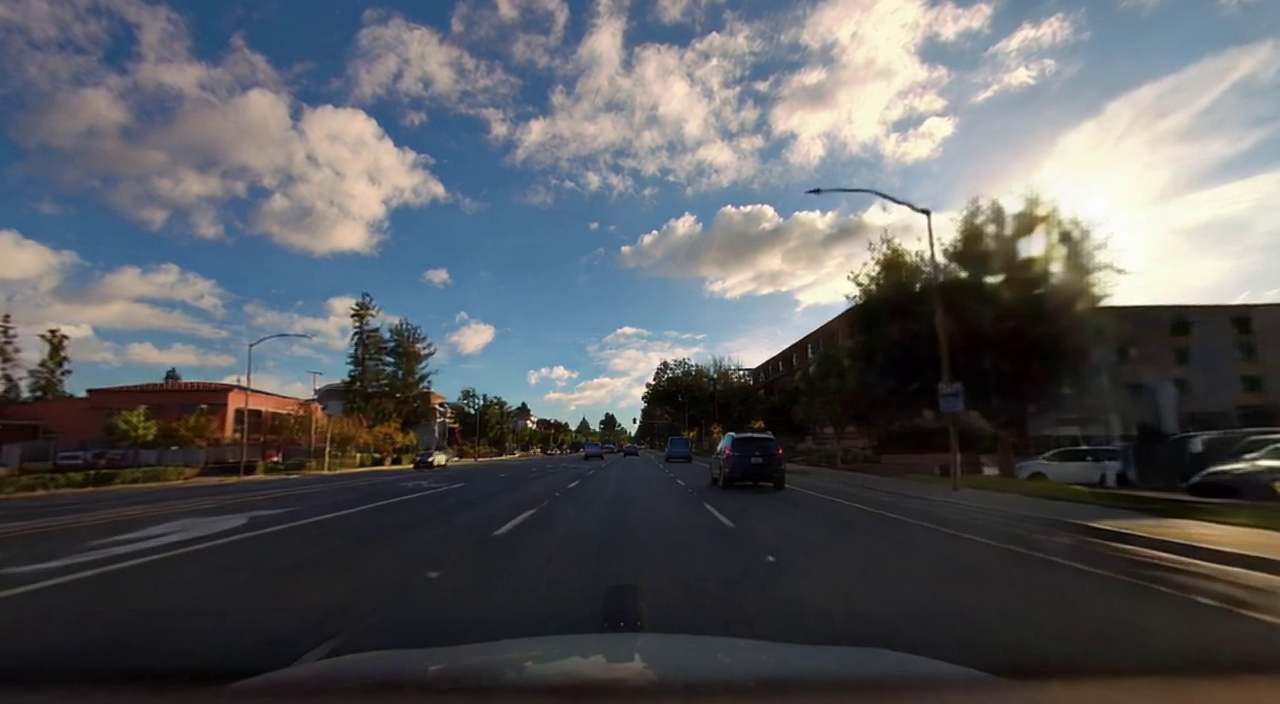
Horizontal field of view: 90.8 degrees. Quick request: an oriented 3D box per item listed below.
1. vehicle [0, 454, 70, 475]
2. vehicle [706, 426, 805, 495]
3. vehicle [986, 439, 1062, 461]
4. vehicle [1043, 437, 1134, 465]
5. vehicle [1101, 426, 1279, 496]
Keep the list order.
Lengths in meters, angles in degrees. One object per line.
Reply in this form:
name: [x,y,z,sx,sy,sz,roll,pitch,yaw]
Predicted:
vehicle: [-46.094,8.567,48.109,3.642,1.477,1.634,0,-9,-1]
vehicle: [3.284,3.200,18.942,2.060,1.816,4.343,0,-8,-1]
vehicle: [30.280,7.734,49.890,4.607,1.683,2.217,1,-9,-8]
vehicle: [31.122,6.837,43.894,5.111,1.834,2.093,1,-8,-11]
vehicle: [15.836,2.950,17.436,4.682,1.635,2.053,-2,-9,-6]
